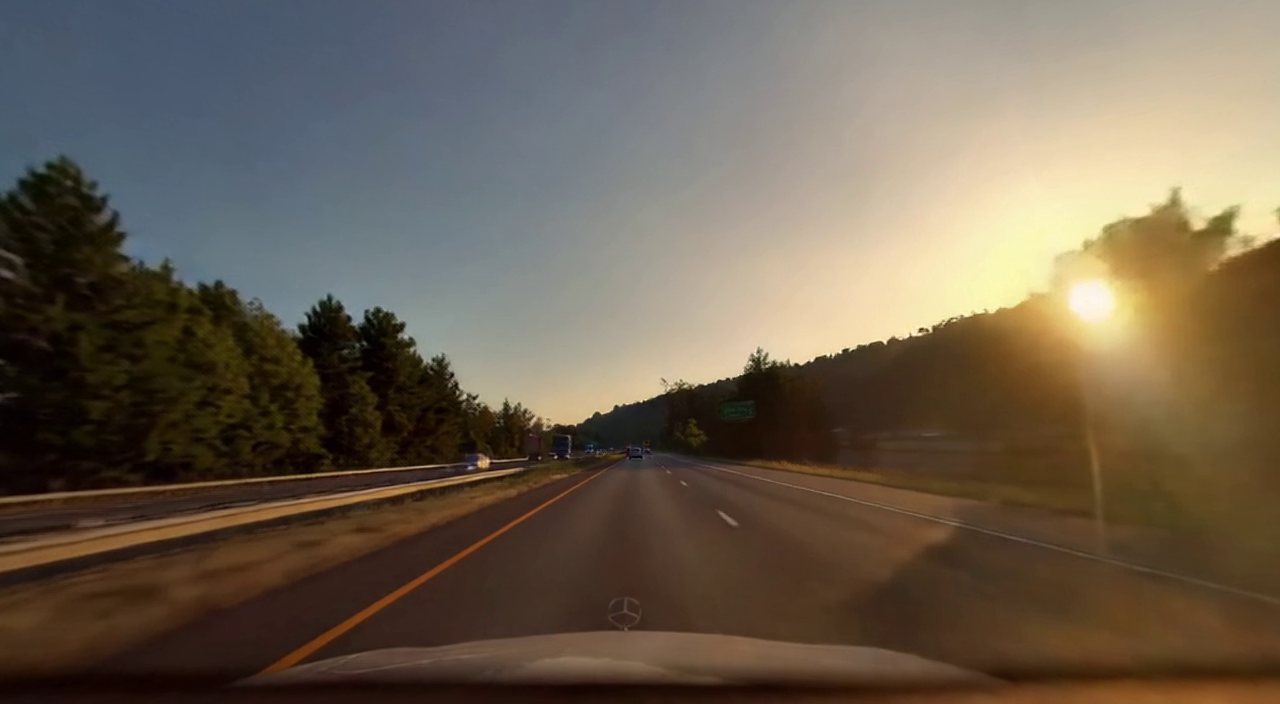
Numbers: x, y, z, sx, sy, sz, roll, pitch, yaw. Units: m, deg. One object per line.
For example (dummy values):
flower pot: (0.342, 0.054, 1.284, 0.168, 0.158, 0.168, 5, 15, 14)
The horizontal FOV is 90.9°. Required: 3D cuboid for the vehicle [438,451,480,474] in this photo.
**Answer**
vehicle: (-13.238, 8.113, 46.337, 1.862, 1.574, 4.185, 0, -9, 0)
